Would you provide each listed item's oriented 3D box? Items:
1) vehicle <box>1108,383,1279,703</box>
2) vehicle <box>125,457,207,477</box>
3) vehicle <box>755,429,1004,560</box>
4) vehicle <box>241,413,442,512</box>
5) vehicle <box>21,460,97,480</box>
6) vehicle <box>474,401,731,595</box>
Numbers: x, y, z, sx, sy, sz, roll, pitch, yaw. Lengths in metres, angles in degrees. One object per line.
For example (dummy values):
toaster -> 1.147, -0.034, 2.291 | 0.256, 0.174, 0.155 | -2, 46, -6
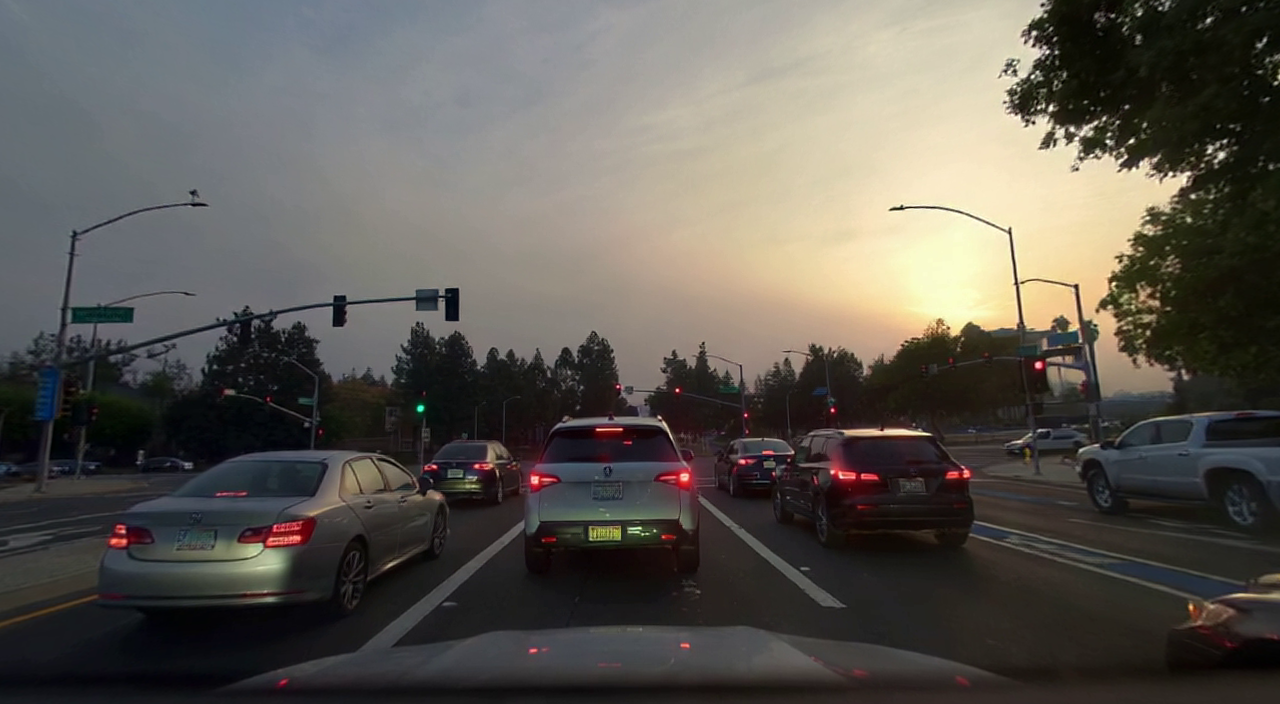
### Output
vehicle -> 3.302, 0.668, 0.847 | 1.980, 1.515, 4.362 | 0, -8, 0
vehicle -> -37.331, 9.054, 49.478 | 4.914, 1.487, 1.850 | 0, -8, 0
vehicle -> 3.163, 1.971, 9.490 | 1.971, 1.473, 4.495 | 0, -8, 0
vehicle -> -6.728, 2.557, 14.997 | 2.214, 1.953, 5.017 | 0, -8, 1
vehicle -> -45.676, 9.279, 49.391 | 4.232, 1.498, 1.791 | 0, -8, 1
vehicle -> -0.313, 1.589, 7.638 | 2.256, 1.694, 4.055 | 0, -8, 0
